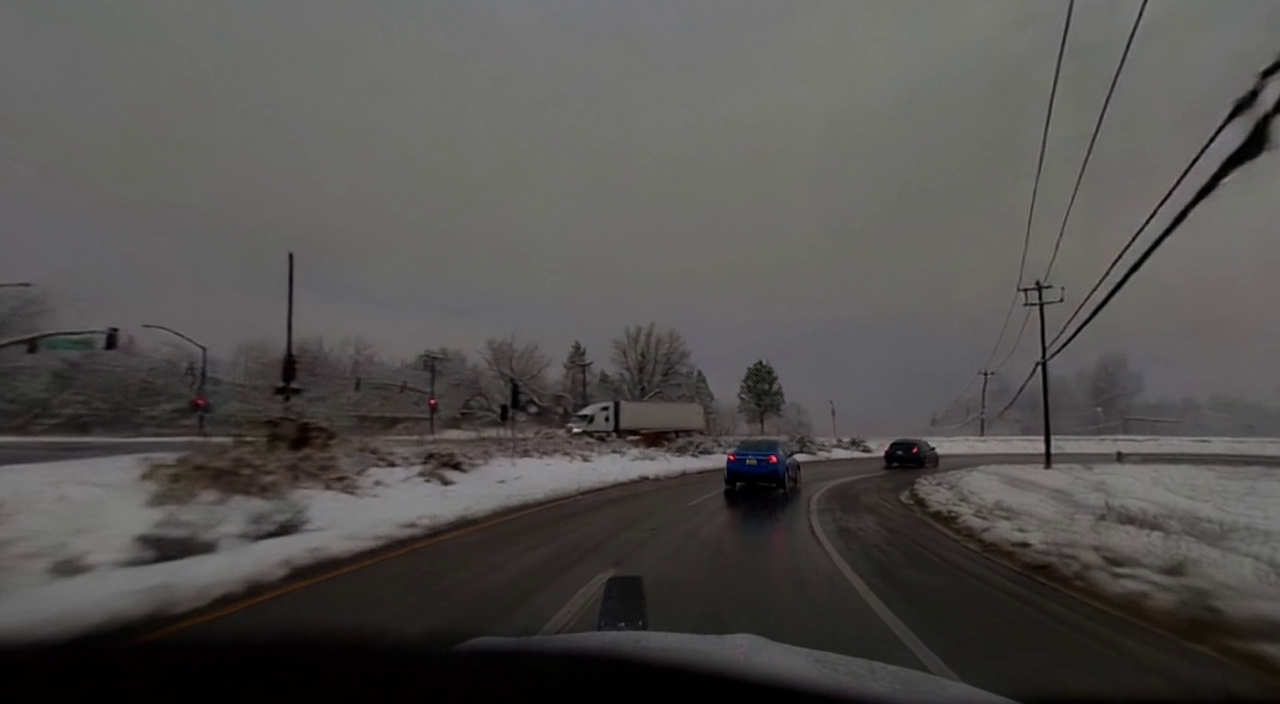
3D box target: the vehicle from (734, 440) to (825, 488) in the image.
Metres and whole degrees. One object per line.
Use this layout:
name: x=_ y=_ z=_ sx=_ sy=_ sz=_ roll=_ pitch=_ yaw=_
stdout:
vehicle: x=4.782 y=3.670 z=21.075 sx=2.026 sy=1.407 sz=4.374 roll=-4 pitch=-9 yaw=25

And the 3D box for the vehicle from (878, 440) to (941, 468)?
vehicle: x=15.656 y=5.879 z=36.551 sx=1.836 sy=1.465 sz=4.307 roll=-8 pitch=-11 yaw=43

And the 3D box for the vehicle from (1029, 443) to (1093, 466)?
vehicle: x=31.010 y=7.524 z=46.416 sx=4.102 sy=1.552 sz=1.931 roll=4 pitch=-9 yaw=-25
